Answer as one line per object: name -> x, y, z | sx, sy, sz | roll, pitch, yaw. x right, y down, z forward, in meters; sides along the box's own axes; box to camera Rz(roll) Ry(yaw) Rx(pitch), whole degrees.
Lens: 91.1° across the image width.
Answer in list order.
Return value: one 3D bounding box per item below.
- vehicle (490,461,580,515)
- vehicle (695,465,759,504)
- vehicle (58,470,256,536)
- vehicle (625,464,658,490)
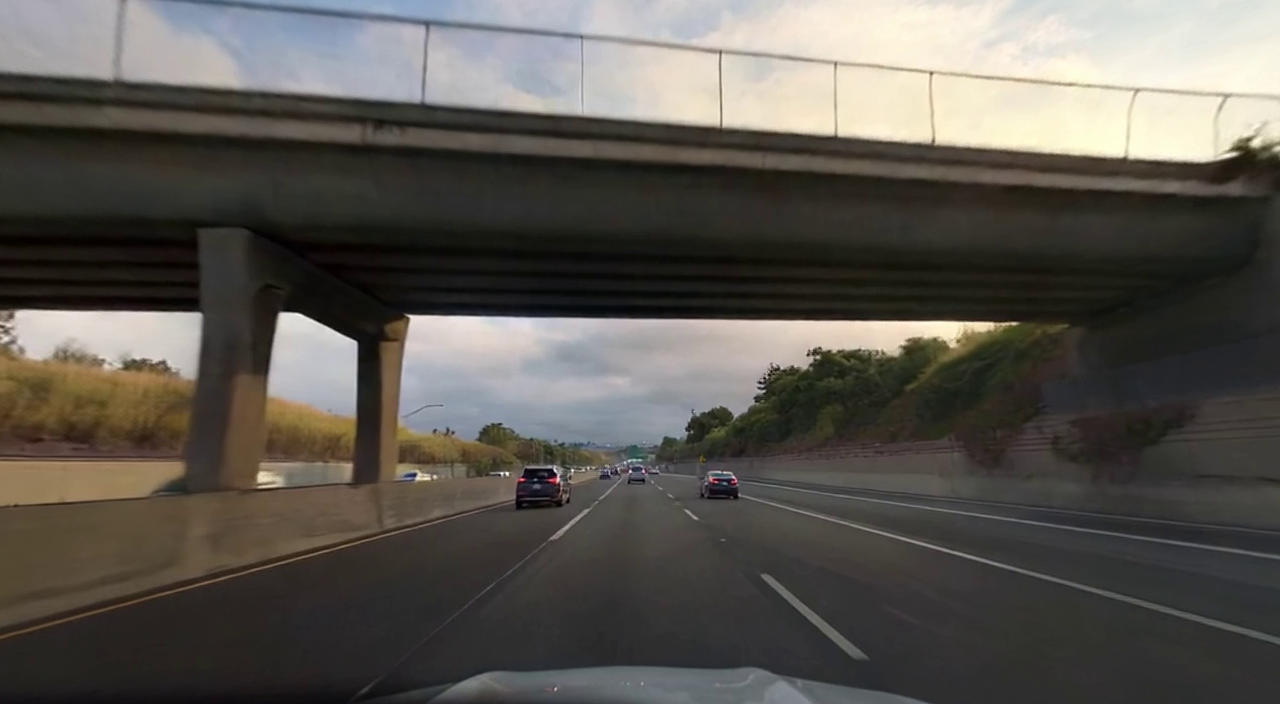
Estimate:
vehicle -> -3.250, 4.335, 20.337 | 2.099, 1.516, 4.308 | 0, -10, 1
vehicle -> 3.726, 5.792, 27.768 | 2.092, 1.518, 4.348 | 1, -10, -2
vehicle -> -12.558, 3.915, 16.790 | 1.795, 1.456, 4.329 | 0, -10, 0
vehicle -> 0.117, 8.711, 44.008 | 2.181, 1.698, 4.056 | 1, -10, 0
